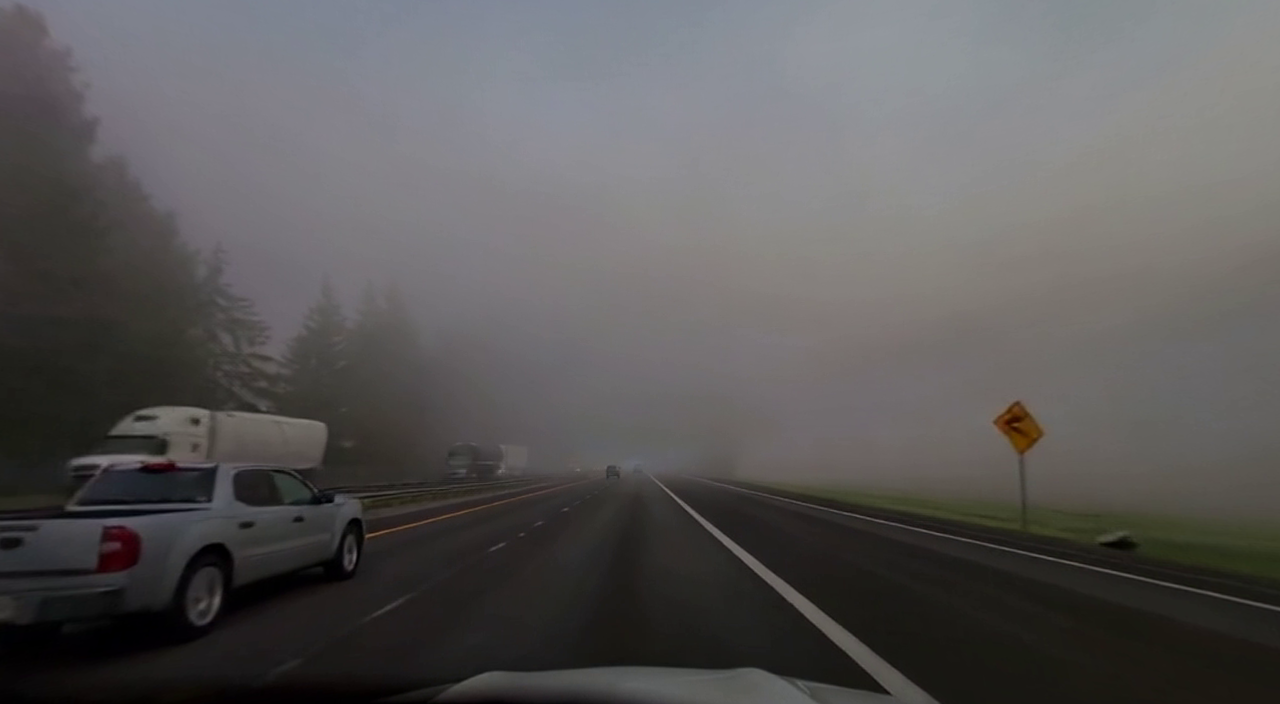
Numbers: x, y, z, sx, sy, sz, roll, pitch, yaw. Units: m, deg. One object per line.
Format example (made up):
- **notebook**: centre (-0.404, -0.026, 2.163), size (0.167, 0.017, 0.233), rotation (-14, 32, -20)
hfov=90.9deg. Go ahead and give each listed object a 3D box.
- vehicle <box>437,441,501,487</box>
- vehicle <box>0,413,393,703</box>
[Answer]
- **vehicle**: centre (-13.289, 8.875, 49.794), size (2.743, 3.252, 7.847), rotation (1, -10, 0)
- **vehicle**: centre (-3.901, 1.406, 4.948), size (2.043, 1.486, 4.442), rotation (1, -10, 1)
